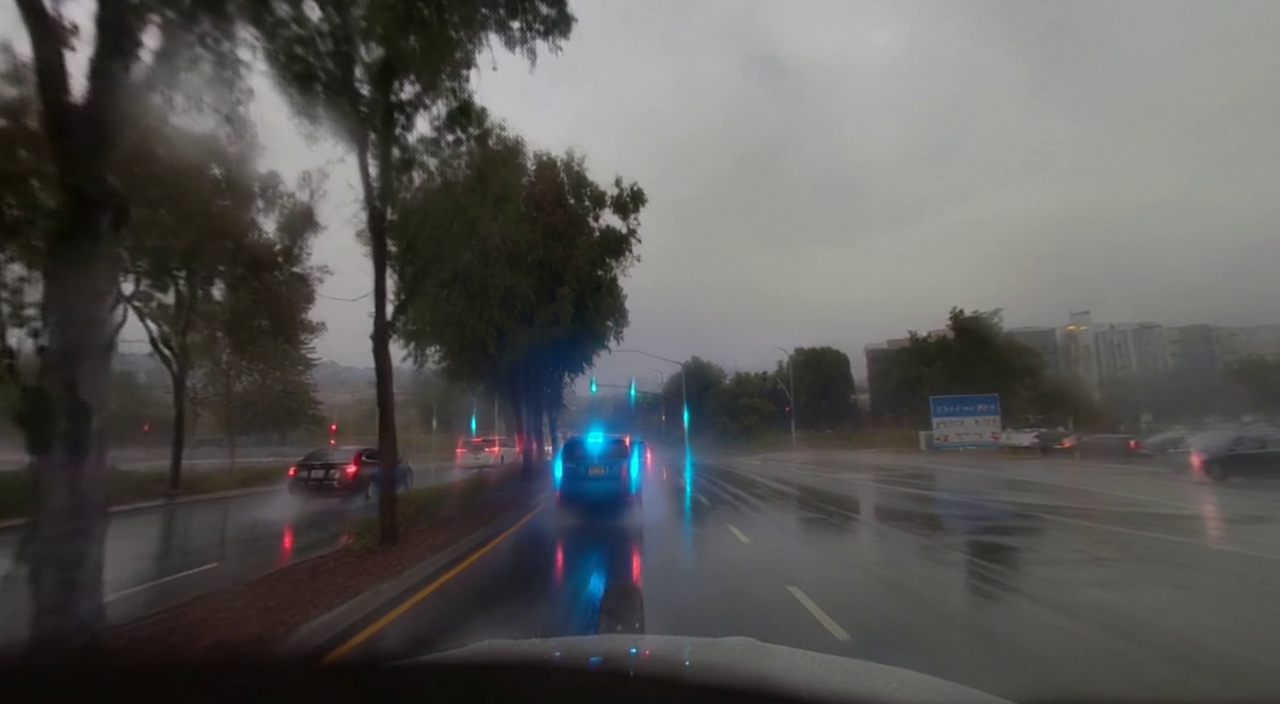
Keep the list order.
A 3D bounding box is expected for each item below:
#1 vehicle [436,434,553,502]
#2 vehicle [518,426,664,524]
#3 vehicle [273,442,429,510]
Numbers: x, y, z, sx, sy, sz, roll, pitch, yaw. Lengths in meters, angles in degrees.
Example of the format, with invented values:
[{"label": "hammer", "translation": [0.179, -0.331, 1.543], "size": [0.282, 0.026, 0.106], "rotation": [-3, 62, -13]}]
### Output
[{"label": "vehicle", "translation": [-3.562, 2.928, 16.393], "size": [1.920, 1.480, 4.549], "rotation": [0, -8, 1]}, {"label": "vehicle", "translation": [-0.771, 2.225, 11.973], "size": [2.231, 1.481, 4.489], "rotation": [0, -8, -1]}, {"label": "vehicle", "translation": [-7.051, 3.044, 16.021], "size": [1.852, 1.458, 4.422], "rotation": [0, -8, 0]}]
